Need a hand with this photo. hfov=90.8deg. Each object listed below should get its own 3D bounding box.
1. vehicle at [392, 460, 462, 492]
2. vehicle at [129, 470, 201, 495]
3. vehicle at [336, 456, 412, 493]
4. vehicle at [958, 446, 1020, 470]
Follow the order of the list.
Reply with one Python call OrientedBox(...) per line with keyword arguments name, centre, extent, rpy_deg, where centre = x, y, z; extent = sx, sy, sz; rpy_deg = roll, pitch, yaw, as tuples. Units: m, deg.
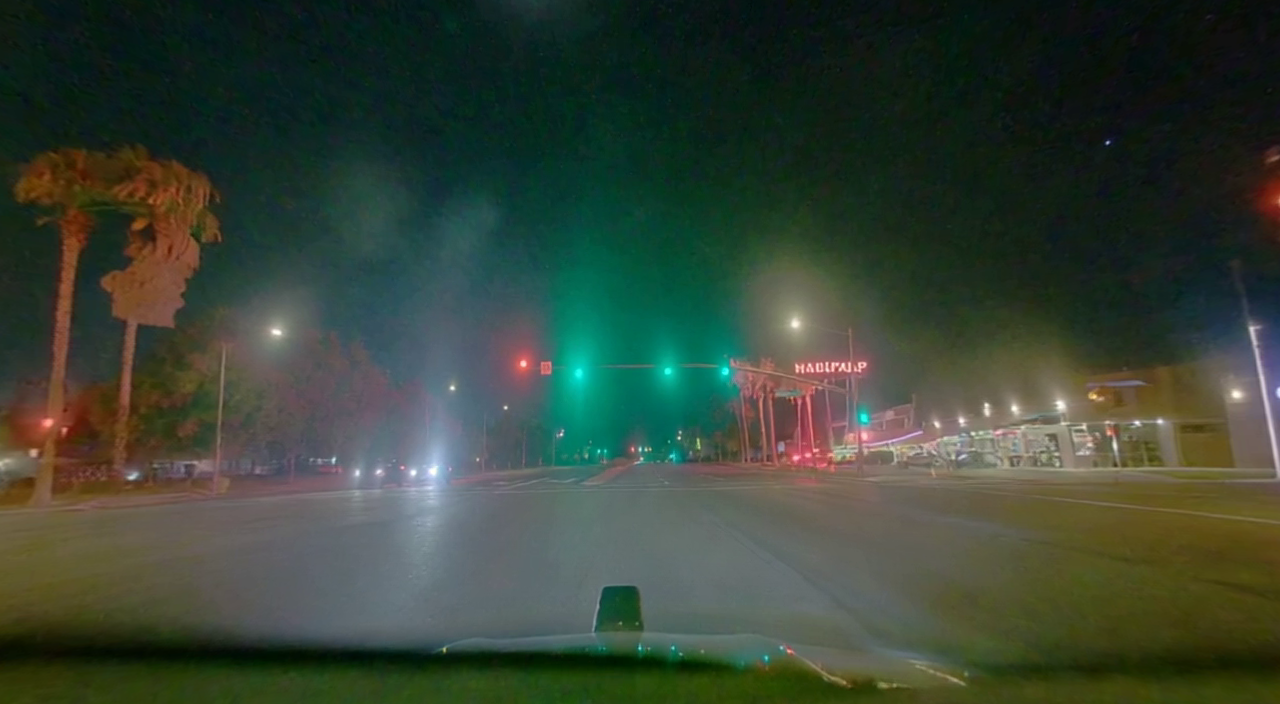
OrientedBox(name="vehicle", centre=(-11.100, 6.471, 33.290), extent=(2.019, 1.434, 4.622), rpy_deg=(0, -8, 1))
OrientedBox(name="vehicle", centre=(-35.018, 9.628, 46.747), extent=(1.906, 1.528, 4.535), rpy_deg=(0, -8, -2))
OrientedBox(name="vehicle", centre=(-14.388, 6.642, 34.539), extent=(1.976, 1.758, 4.986), rpy_deg=(0, -8, -1))
OrientedBox(name="vehicle", centre=(24.702, 7.514, 44.720), extent=(3.381, 1.424, 2.059), rpy_deg=(1, -12, -24))
